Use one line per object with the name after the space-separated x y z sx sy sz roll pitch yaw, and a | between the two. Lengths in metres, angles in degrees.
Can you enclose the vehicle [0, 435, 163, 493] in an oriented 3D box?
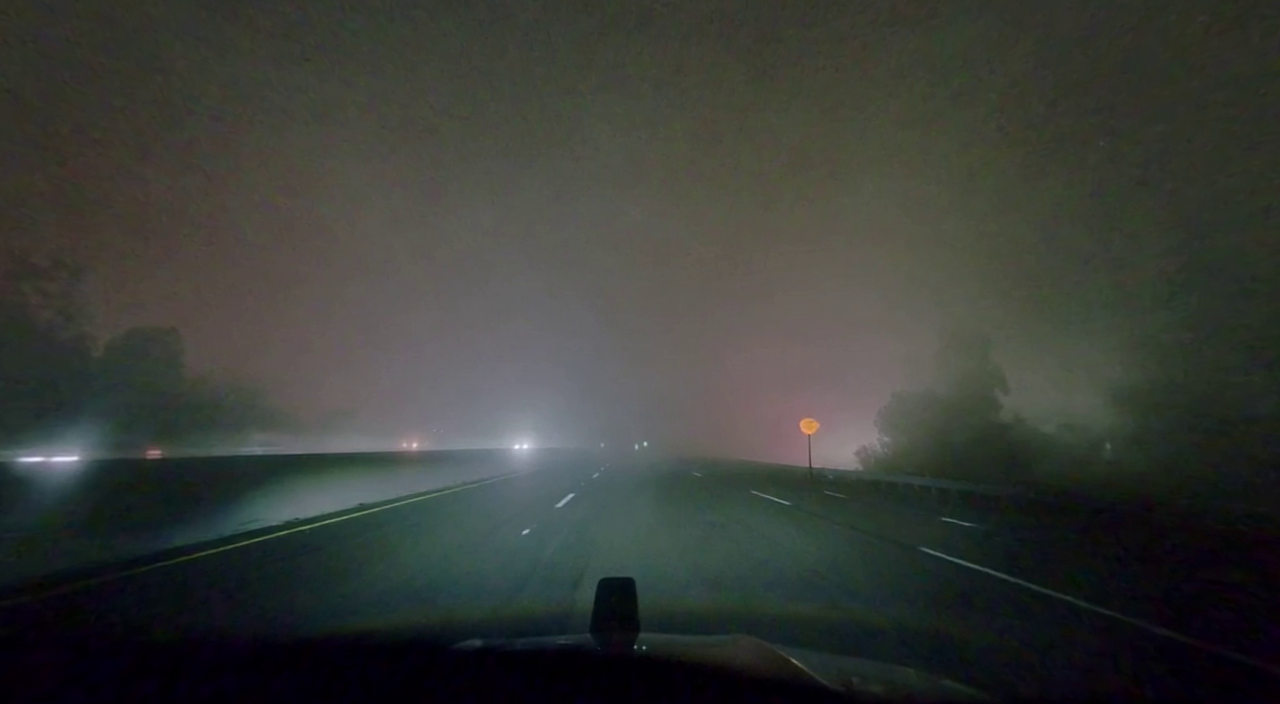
-16.898 3.225 18.577 1.978 1.483 4.662 0 -8 0 | vehicle
